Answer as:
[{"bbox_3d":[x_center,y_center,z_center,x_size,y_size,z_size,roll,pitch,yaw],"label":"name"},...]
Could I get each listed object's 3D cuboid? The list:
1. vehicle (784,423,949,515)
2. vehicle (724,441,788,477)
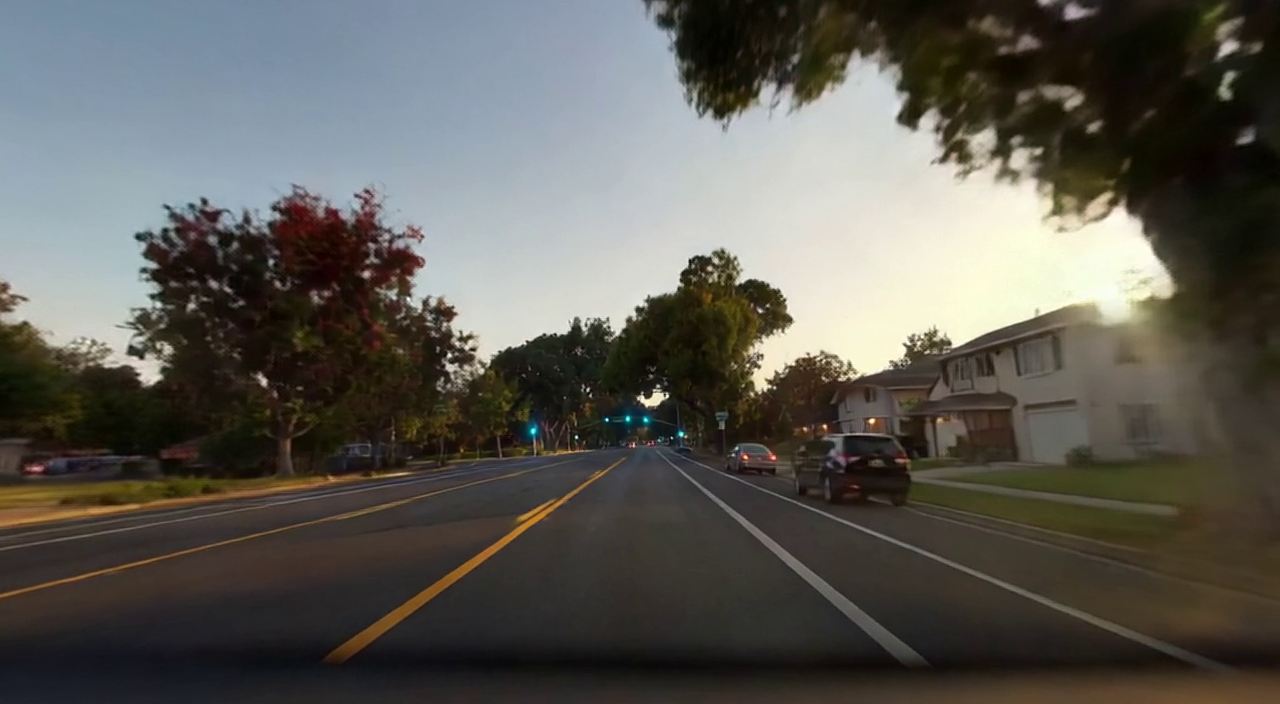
[{"bbox_3d":[4.915,2.605,14.526,2.069,1.743,4.595,0,-8,0],"label":"vehicle"},{"bbox_3d":[5.131,4.815,28.633,1.995,1.472,4.884,0,-8,0],"label":"vehicle"}]
